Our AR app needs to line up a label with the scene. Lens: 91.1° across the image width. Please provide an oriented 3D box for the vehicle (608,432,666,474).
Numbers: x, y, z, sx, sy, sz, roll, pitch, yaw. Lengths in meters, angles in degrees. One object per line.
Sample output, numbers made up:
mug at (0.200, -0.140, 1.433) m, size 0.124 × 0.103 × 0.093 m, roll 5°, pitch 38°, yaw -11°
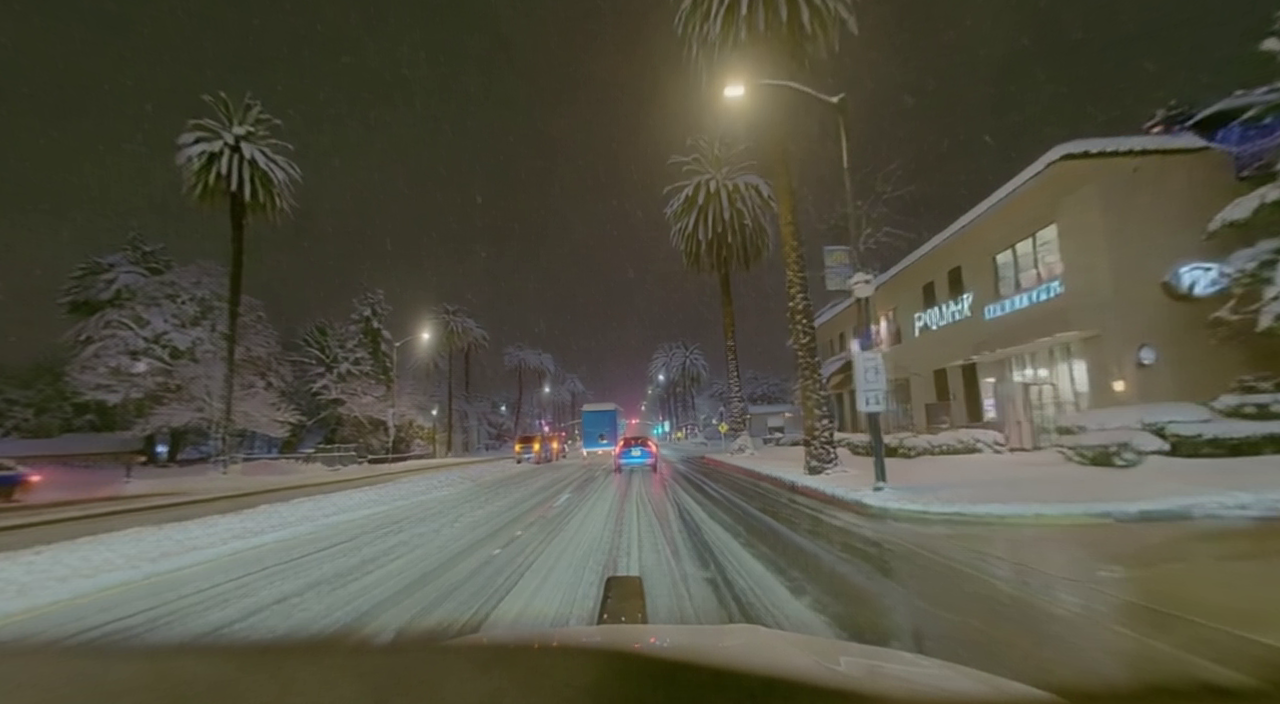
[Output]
vehicle at (-0.089, 4.050, 25.303) m, size 2.144 × 1.514 × 4.063 m, roll 0°, pitch -9°, yaw 1°

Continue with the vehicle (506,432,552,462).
vehicle at (-7.159, 6.198, 40.934) m, size 2.014 × 1.830 × 4.281 m, roll 0°, pitch -9°, yaw 2°
